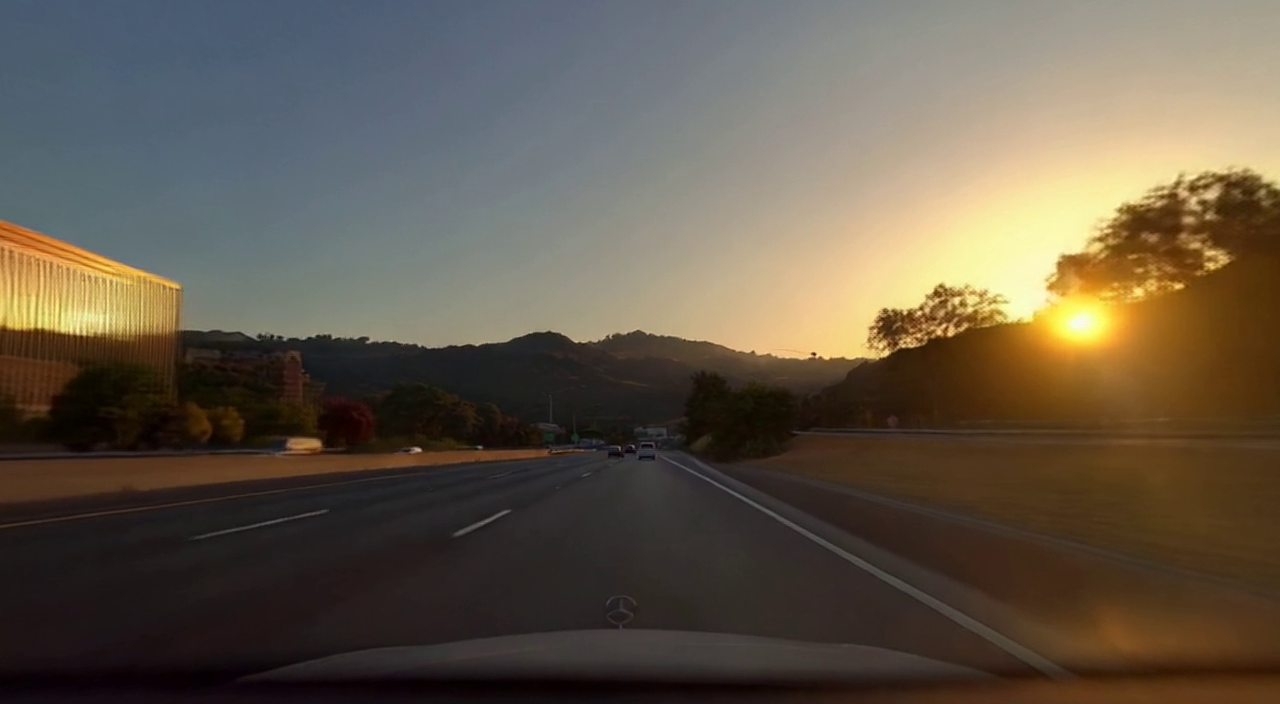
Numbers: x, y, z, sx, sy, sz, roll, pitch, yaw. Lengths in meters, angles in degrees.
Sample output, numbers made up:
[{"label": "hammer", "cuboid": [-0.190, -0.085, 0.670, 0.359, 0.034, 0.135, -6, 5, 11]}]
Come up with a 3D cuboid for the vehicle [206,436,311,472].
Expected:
[{"label": "vehicle", "cuboid": [-18.330, 4.909, 30.673, 1.956, 1.578, 4.787, -1, -8, 2]}]
